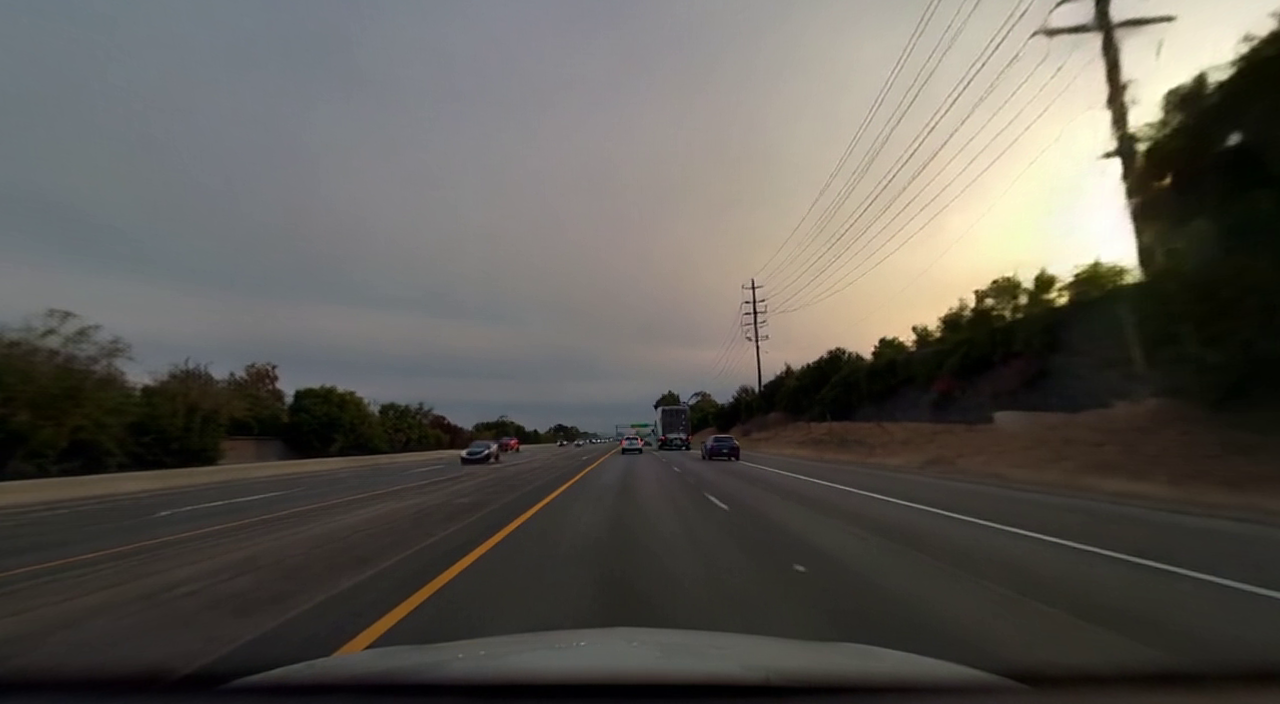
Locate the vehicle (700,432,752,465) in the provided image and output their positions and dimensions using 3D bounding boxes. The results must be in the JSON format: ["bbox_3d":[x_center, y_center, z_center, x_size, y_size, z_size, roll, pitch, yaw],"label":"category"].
[{"bbox_3d":[4.265,4.805,31.695,1.930,1.573,3.853,0,-8,-2],"label":"vehicle"}]

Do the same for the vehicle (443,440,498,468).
[{"bbox_3d":[-9.864,5.931,37.024,2.106,1.511,4.134,0,-8,0],"label":"vehicle"}]

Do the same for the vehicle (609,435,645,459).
[{"bbox_3d":[-0.827,6.030,40.263,2.163,1.466,3.693,0,-8,-1],"label":"vehicle"}]
